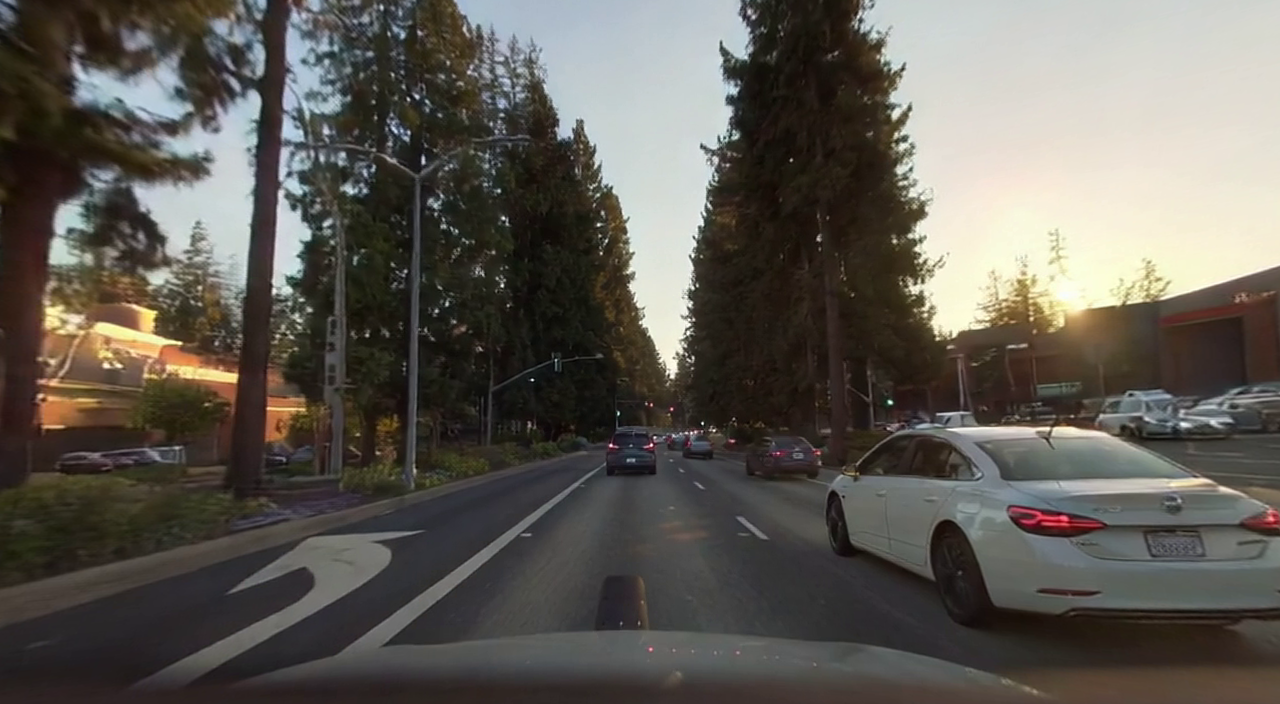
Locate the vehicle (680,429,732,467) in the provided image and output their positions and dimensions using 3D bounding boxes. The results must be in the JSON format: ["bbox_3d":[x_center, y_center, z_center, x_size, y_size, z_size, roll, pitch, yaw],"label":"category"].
[{"bbox_3d":[3.249,4.828,31.801,2.000,1.745,4.206,0,-8,-2],"label":"vehicle"}]

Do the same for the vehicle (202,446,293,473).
[{"bbox_3d":[-30.758,8.442,49.697,5.453,1.974,2.396,0,-9,-3],"label":"vehicle"}]

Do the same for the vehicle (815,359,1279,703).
[{"bbox_3d":[3.128,1.178,4.977,2.153,1.658,4.485,0,-8,-1],"label":"vehicle"}]

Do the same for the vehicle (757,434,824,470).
[{"bbox_3d":[6.566,4.431,28.059,1.883,1.452,4.258,0,-8,-1],"label":"vehicle"}]

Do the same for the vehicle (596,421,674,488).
[{"bbox_3d":[-0.170,3.085,19.283,2.106,1.798,4.168,0,-8,-1],"label":"vehicle"}]
